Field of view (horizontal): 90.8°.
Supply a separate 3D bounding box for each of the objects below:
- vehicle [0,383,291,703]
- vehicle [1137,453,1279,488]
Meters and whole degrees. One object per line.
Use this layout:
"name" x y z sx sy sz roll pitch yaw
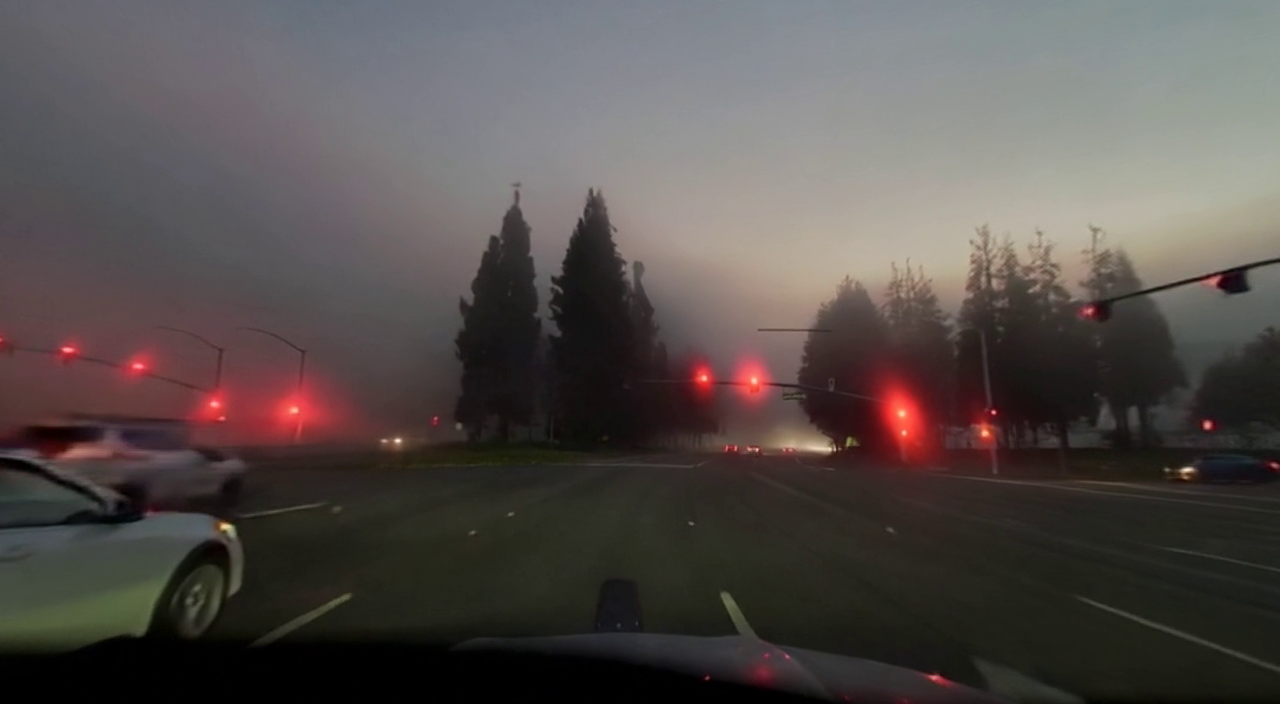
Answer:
"vehicle" -3.268 0.811 1.988 1.934 1.463 4.220 0 -8 0
"vehicle" 25.248 5.207 27.952 4.636 1.433 1.930 -2 -9 9
